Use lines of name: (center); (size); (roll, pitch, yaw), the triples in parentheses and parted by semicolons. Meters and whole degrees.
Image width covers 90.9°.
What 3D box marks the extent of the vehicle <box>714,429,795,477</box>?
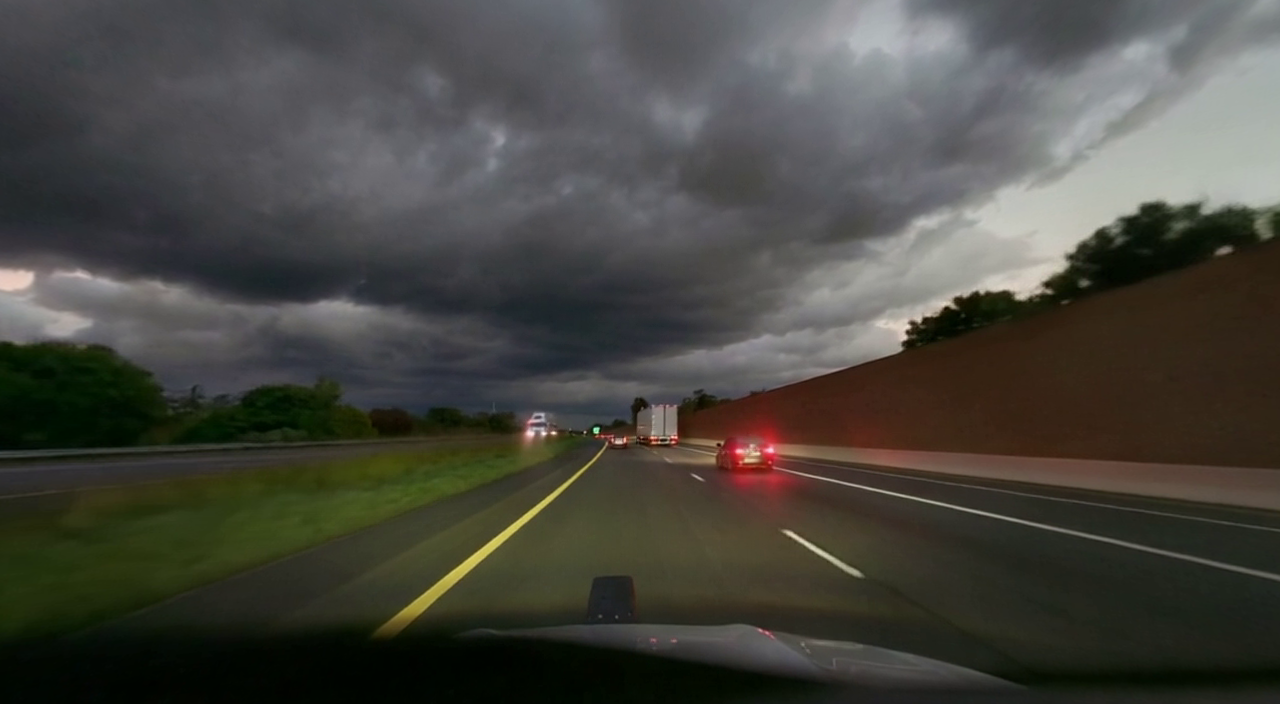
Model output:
vehicle: (3.779, 3.393, 21.588); (1.813, 1.454, 4.197); (0, -7, -3)
